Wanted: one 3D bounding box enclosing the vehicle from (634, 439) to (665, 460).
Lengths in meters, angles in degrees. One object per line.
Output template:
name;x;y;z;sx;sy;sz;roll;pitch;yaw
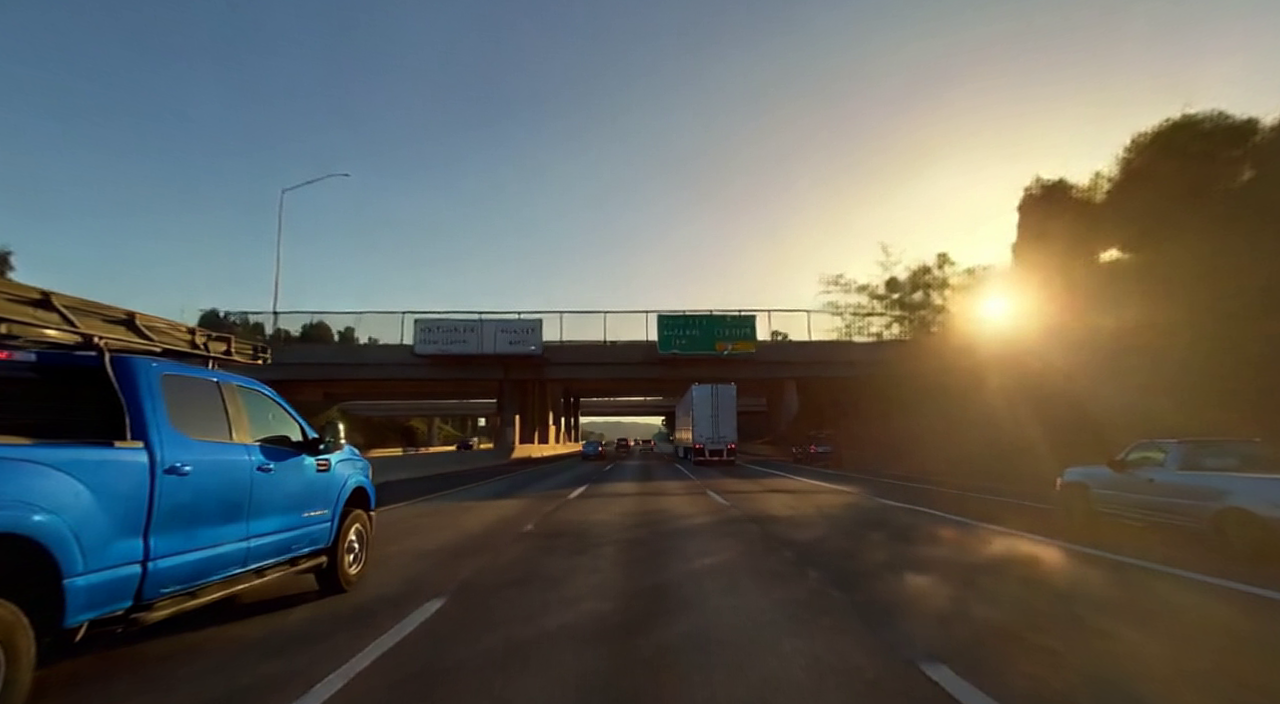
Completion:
vehicle;0.652;7.068;45.694;2.092;1.446;4.092;0;-8;0

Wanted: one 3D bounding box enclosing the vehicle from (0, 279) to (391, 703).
vehicle;-4.123;0.862;3.762;2.599;2.054;6.288;0;-8;1

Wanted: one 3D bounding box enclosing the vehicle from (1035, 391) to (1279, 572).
vehicle;7.075;1.419;7.274;1.999;1.700;4.640;0;-8;0

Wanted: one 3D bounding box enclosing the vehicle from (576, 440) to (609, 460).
vehicle;-3.479;7.269;46.820;2.077;1.446;4.106;0;-8;0

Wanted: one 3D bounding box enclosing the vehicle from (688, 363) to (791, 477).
vehicle;4.017;3.365;28.916;2.885;4.036;12.891;0;-8;1
